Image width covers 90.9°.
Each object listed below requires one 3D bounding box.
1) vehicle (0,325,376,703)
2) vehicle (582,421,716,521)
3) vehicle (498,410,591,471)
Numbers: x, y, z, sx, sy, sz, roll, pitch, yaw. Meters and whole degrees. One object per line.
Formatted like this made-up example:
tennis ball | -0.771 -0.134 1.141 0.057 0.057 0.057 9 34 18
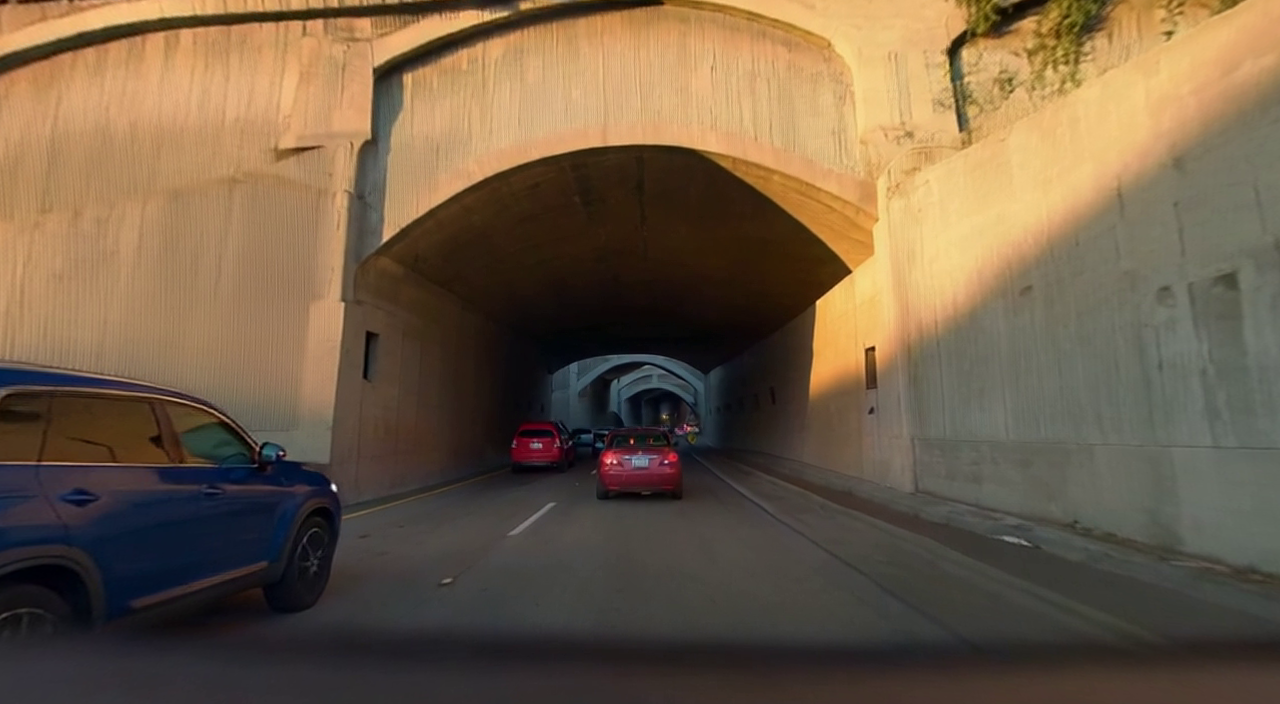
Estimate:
vehicle | -3.556 0.946 3.654 2.017 1.761 4.572 0 -8 1
vehicle | 0.114 2.098 11.632 2.020 1.478 4.092 0 -8 -1
vehicle | -3.372 3.316 23.562 2.329 1.948 5.800 -1 -8 3
